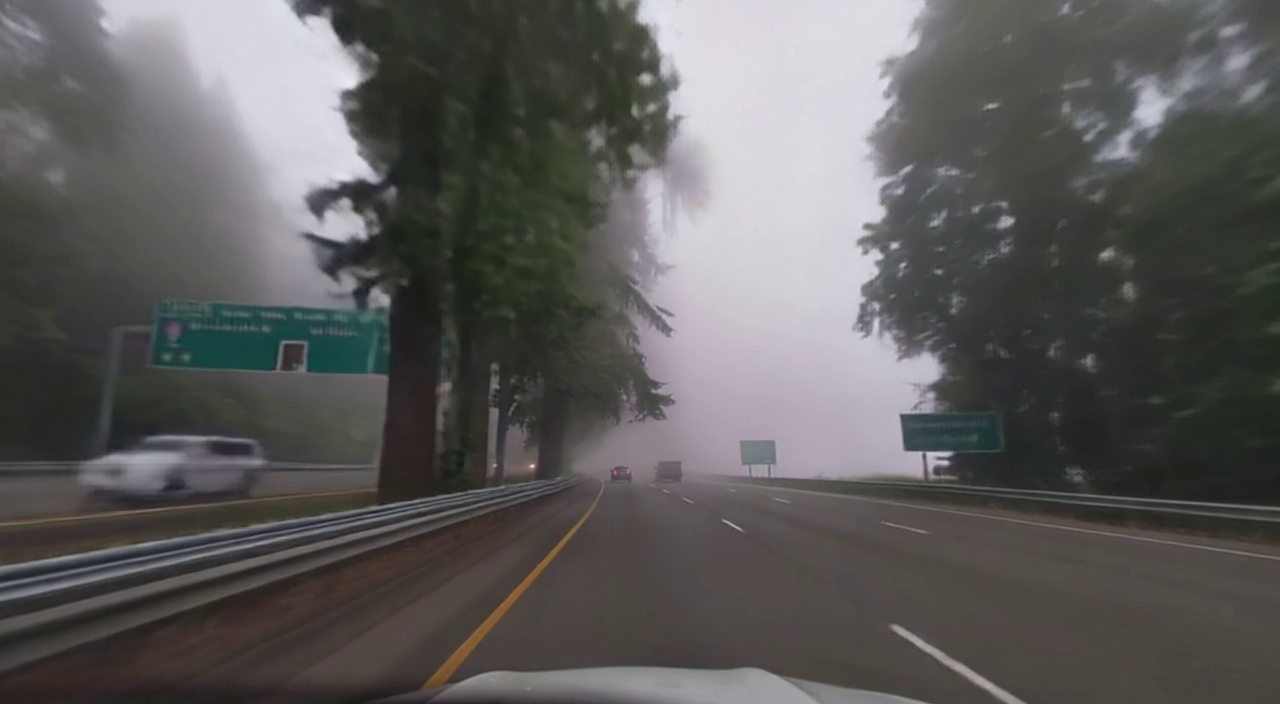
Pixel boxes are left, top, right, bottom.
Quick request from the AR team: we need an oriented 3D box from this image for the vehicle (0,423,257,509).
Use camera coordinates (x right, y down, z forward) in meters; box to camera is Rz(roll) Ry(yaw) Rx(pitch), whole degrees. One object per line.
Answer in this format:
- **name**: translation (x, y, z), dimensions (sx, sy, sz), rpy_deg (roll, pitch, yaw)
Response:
- **vehicle**: translation (-10.647, 2.453, 13.558), dimensions (1.965, 1.501, 4.441), rpy_deg (1, -10, 0)

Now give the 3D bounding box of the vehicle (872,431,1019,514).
- **vehicle**: translation (11.551, 4.674, 24.575), dimensions (2.398, 2.721, 6.295), rpy_deg (1, -11, -1)
